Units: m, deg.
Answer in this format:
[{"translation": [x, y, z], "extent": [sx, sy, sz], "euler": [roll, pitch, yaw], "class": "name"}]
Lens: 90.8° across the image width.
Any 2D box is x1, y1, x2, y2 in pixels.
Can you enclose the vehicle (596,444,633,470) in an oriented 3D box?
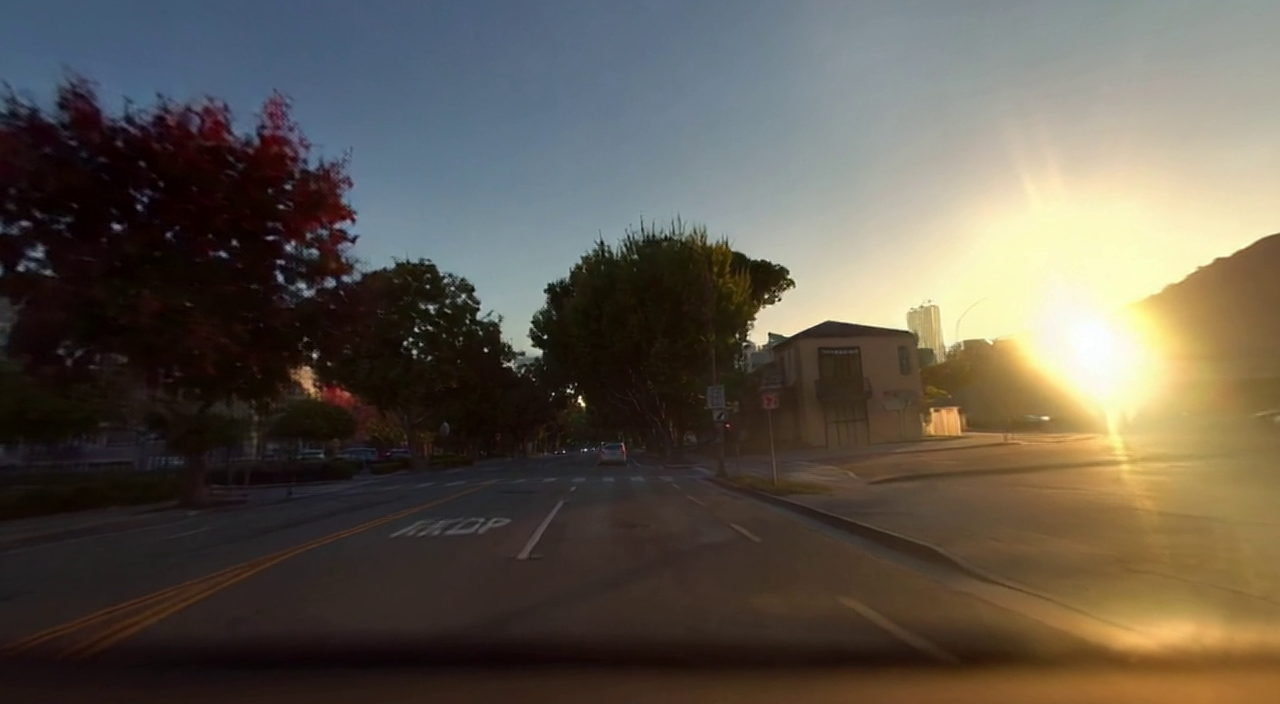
[{"translation": [-1.582, 6.408, 38.783], "extent": [2.131, 1.474, 4.146], "euler": [0, -8, -3], "class": "vehicle"}]
